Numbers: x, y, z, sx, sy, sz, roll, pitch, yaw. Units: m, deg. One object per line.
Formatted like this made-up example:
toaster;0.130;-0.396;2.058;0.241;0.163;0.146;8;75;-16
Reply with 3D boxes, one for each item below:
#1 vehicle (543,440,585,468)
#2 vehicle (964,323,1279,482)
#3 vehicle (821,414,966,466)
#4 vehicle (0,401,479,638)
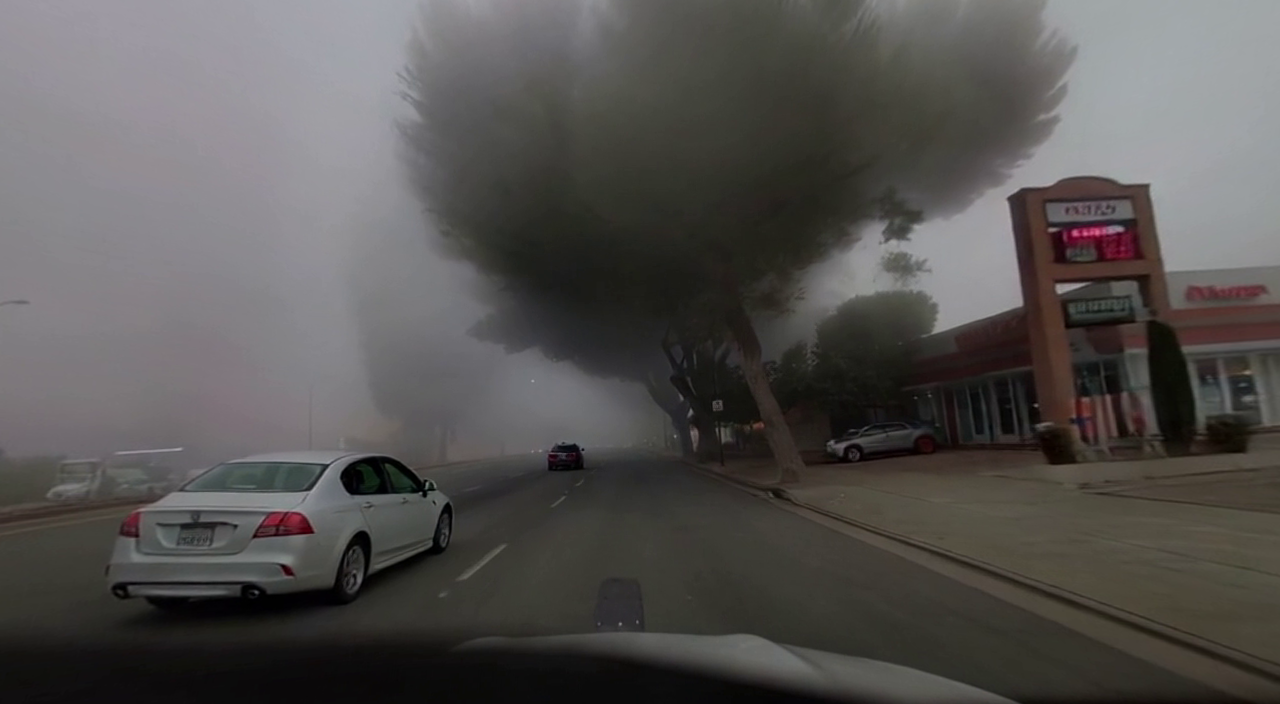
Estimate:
vehicle;-4.165;5.716;35.417;1.955;1.461;4.396;0;-9;-2
vehicle;12.138;1.292;15.680;6.427;3.417;2.845;-1;-8;-2
vehicle;10.550;3.712;26.595;5.130;1.902;2.056;-1;-9;-3
vehicle;-3.414;1.522;6.794;2.126;1.655;4.560;0;-9;0
